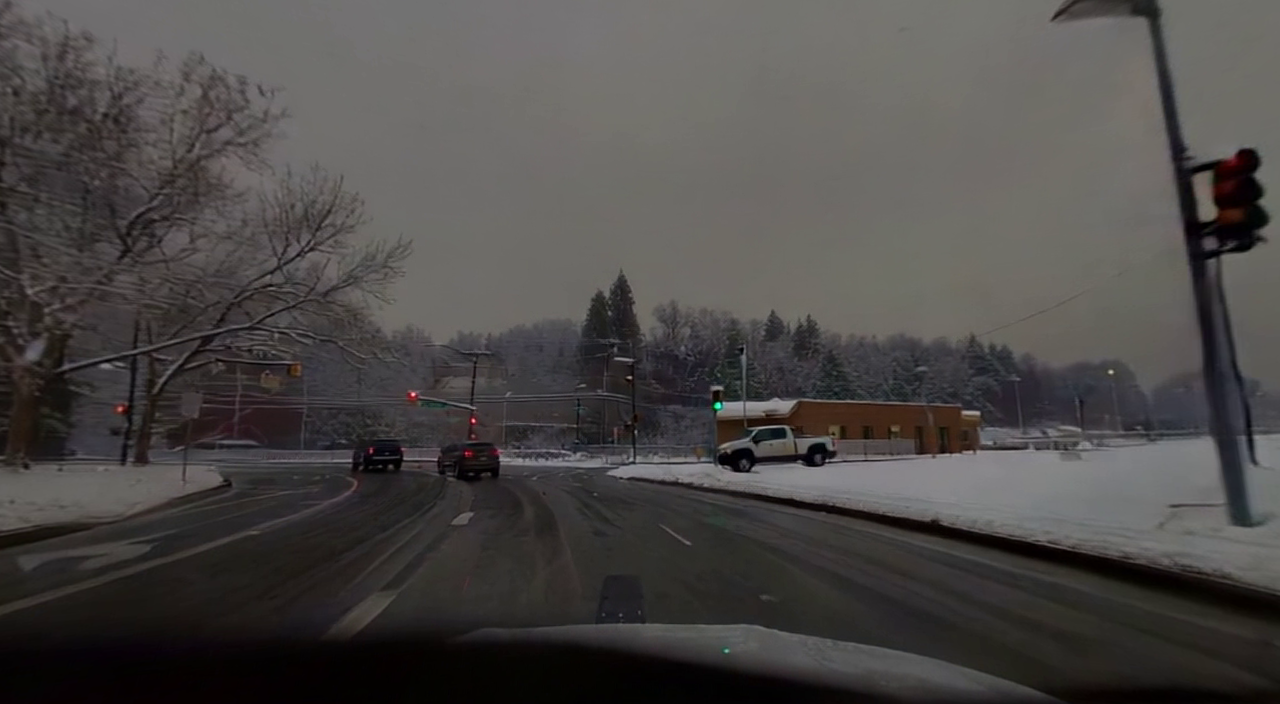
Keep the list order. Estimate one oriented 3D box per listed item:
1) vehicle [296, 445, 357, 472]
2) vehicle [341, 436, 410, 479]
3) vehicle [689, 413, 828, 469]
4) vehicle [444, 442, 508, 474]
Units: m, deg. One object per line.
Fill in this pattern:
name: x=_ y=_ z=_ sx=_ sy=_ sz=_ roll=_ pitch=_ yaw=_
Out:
vehicle: x=-20.392 y=6.900 z=40.917 sx=4.546 sy=1.650 sz=1.940 roll=-8 pitch=-12 yaw=42
vehicle: x=-13.831 y=5.433 z=32.731 sx=2.254 sy=2.006 sz=4.766 roll=6 pitch=-10 yaw=-34
vehicle: x=7.095 y=5.457 z=38.423 sx=7.741 sy=3.106 sz=2.906 roll=-6 pitch=-10 yaw=34
vehicle: x=-10.400 y=6.627 z=39.623 sx=2.202 sy=1.822 sz=4.826 roll=7 pitch=-11 yaw=-36
